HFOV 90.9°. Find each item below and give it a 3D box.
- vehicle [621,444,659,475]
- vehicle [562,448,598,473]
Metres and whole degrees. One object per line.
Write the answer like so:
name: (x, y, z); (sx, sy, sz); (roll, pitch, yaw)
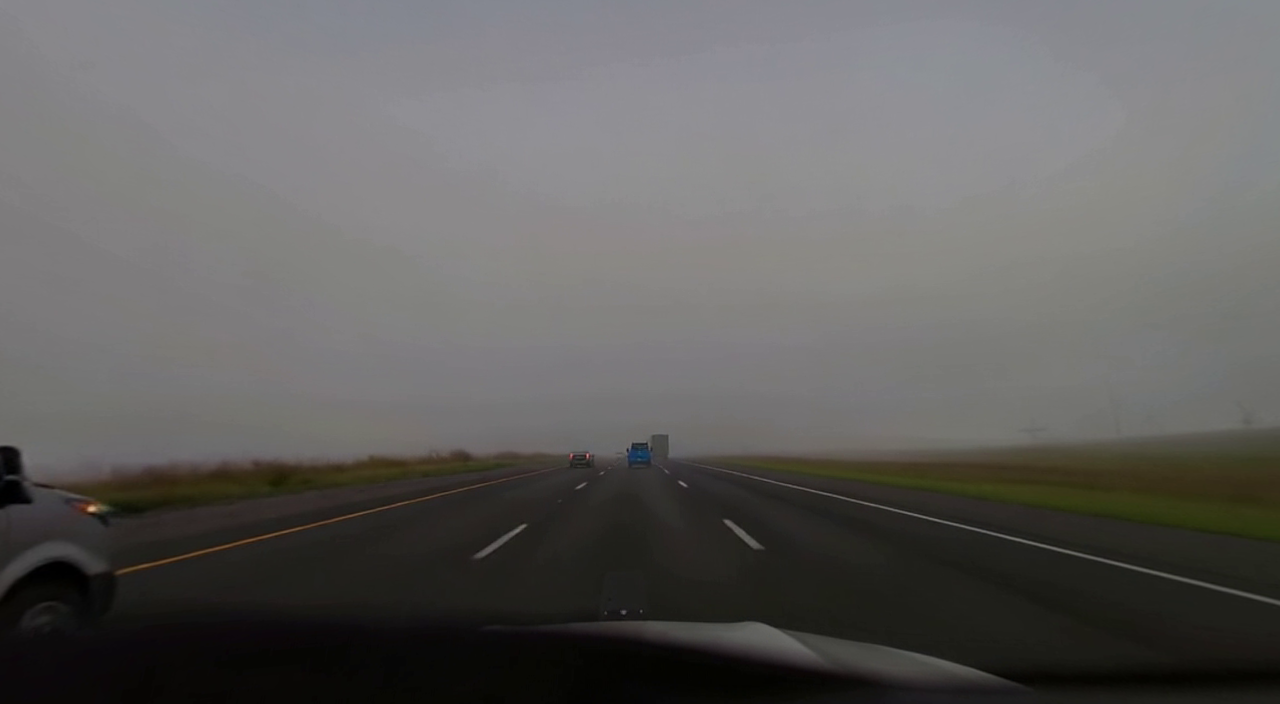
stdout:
vehicle: (-0.008, 6.202, 36.615); (2.083, 1.689, 4.083); (0, -9, 0)
vehicle: (-3.901, 7.182, 41.908); (1.984, 1.491, 4.341); (0, -9, 0)
